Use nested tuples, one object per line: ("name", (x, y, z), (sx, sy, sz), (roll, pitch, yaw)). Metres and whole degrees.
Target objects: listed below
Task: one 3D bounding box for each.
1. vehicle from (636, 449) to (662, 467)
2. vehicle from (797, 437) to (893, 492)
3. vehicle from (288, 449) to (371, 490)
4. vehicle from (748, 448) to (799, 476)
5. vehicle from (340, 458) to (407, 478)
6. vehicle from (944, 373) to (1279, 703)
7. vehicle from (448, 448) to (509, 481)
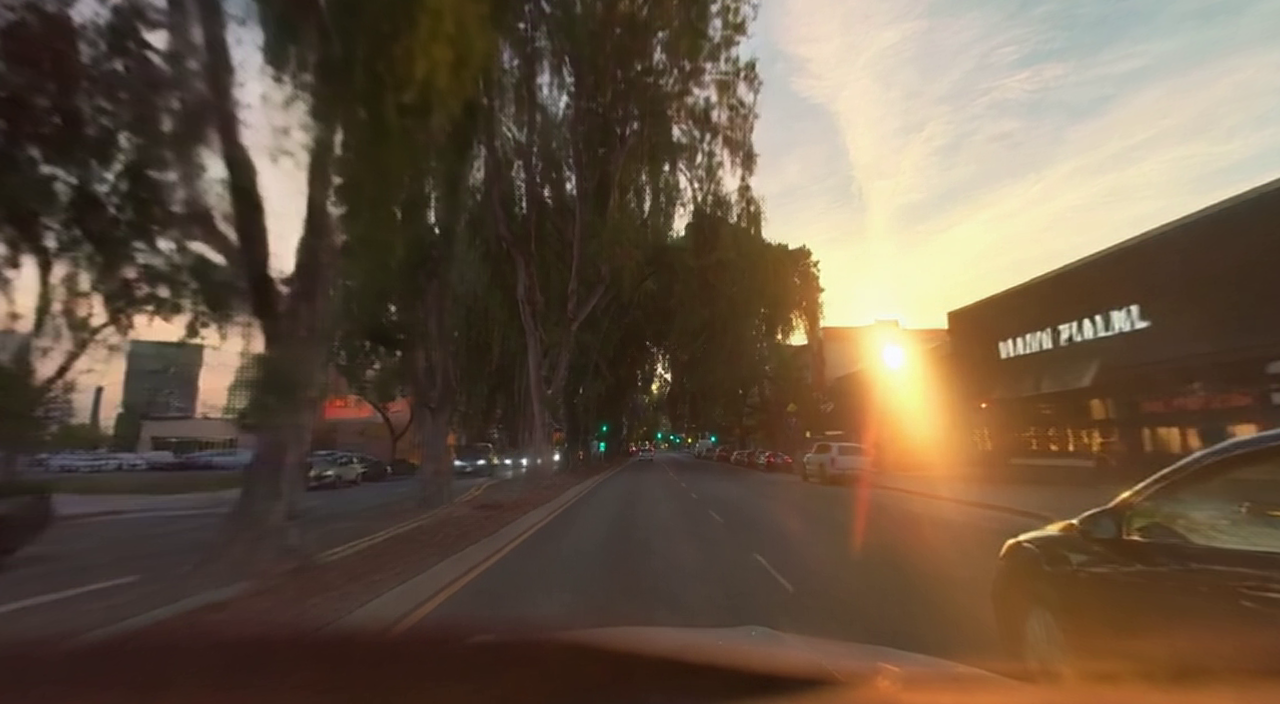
("vehicle", (0.667, 8.236, 49.245), (1.945, 1.343, 3.827), (0, -9, 0))
("vehicle", (7.496, 4.136, 23.560), (2.050, 1.838, 4.535), (0, -9, 0))
("vehicle", (-15.877, 6.012, 32.554), (1.972, 1.898, 4.556), (0, -9, 0))
("vehicle", (7.576, 6.268, 36.216), (1.874, 1.438, 4.466), (0, -9, -1))
("vehicle", (-20.484, 8.904, 48.562), (4.336, 1.441, 1.813), (-1, -9, 5))
("vehicle", (2.835, 0.804, 1.726), (1.989, 1.498, 4.050), (0, -9, 0))
("vehicle", (-8.240, 5.756, 32.533), (1.904, 1.537, 4.618), (0, -9, 0))
